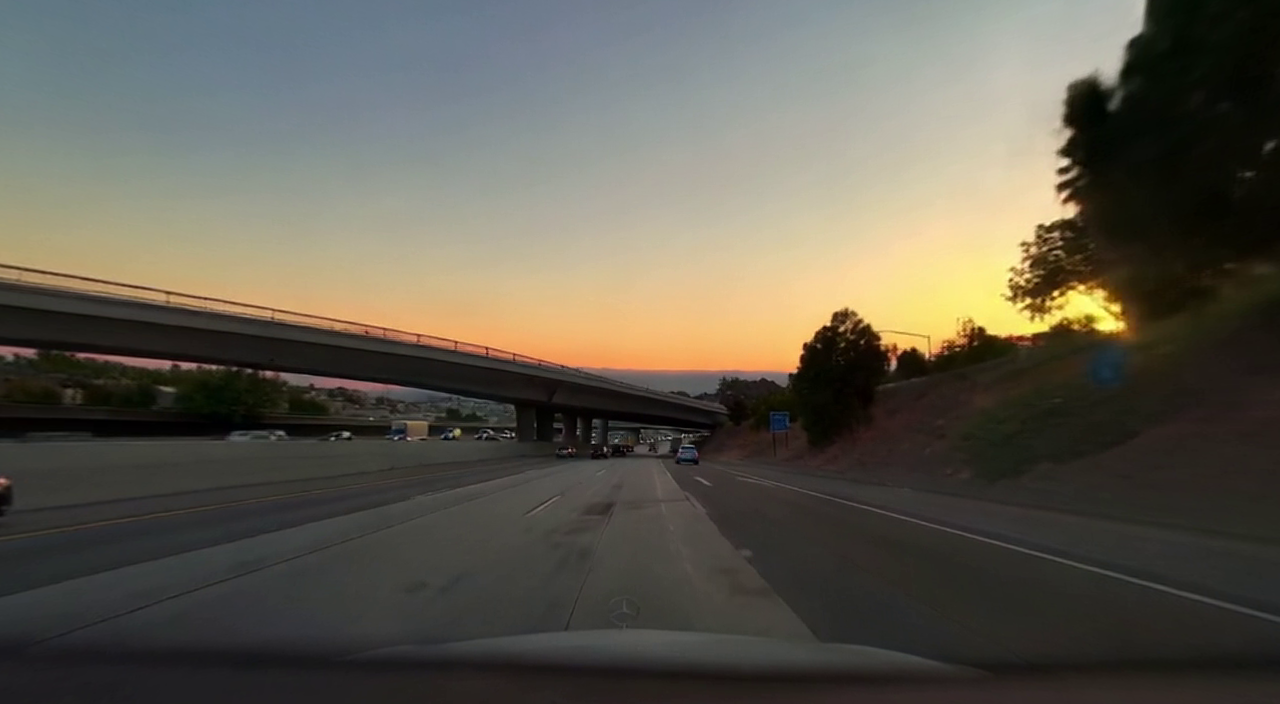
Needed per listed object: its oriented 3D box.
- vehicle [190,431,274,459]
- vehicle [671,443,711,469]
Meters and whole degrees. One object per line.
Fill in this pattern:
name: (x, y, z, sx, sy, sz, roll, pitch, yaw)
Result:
vehicle: (-25.938, 5.931, 40.332, 2.070, 1.648, 4.869, 0, -8, 2)
vehicle: (3.095, 6.457, 39.354, 2.059, 1.509, 4.670, 0, -8, 0)
